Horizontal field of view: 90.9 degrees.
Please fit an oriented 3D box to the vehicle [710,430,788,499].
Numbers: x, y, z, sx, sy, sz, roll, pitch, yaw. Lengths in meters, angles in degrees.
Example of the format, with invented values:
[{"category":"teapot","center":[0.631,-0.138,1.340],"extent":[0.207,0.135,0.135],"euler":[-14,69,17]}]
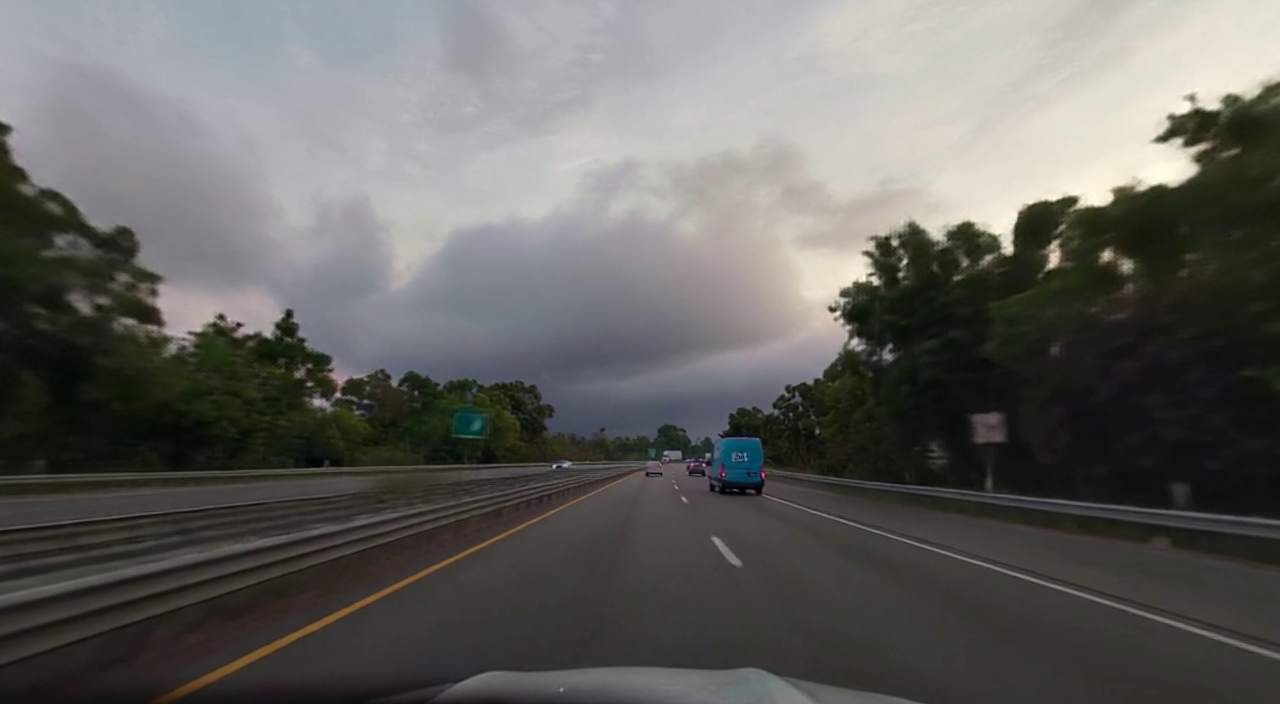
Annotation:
[{"category":"vehicle","center":[4.537,4.900,27.359],"extent":[2.366,2.595,5.793],"euler":[1,-11,0]}]
